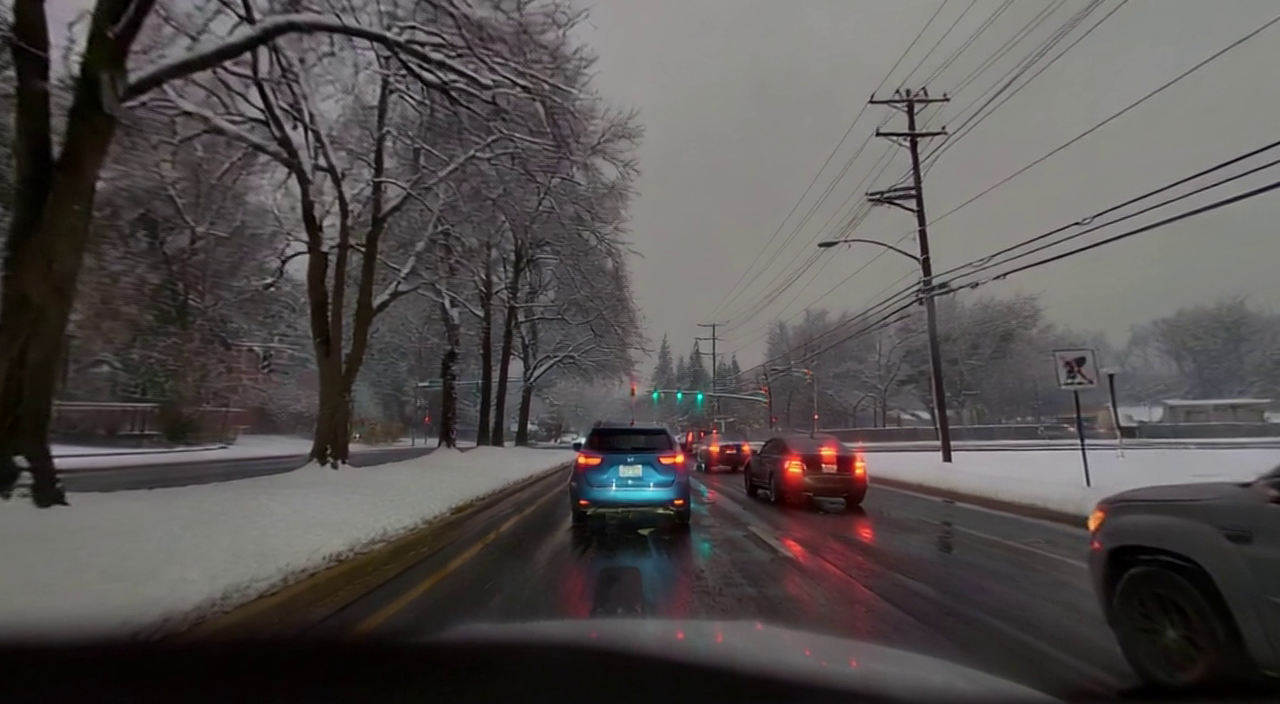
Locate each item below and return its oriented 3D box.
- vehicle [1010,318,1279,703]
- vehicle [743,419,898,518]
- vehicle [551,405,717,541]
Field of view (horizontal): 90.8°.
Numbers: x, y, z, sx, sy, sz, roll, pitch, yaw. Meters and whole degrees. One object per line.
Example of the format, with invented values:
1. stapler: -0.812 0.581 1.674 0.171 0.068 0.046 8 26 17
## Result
1. vehicle: 3.819 0.681 1.962 2.254 1.840 4.918 0 -8 -1
2. vehicle: 3.373 2.249 12.622 1.923 1.653 3.703 0 -8 -1
3. vehicle: -0.117 1.873 10.363 2.163 1.746 4.073 0 -8 -1
